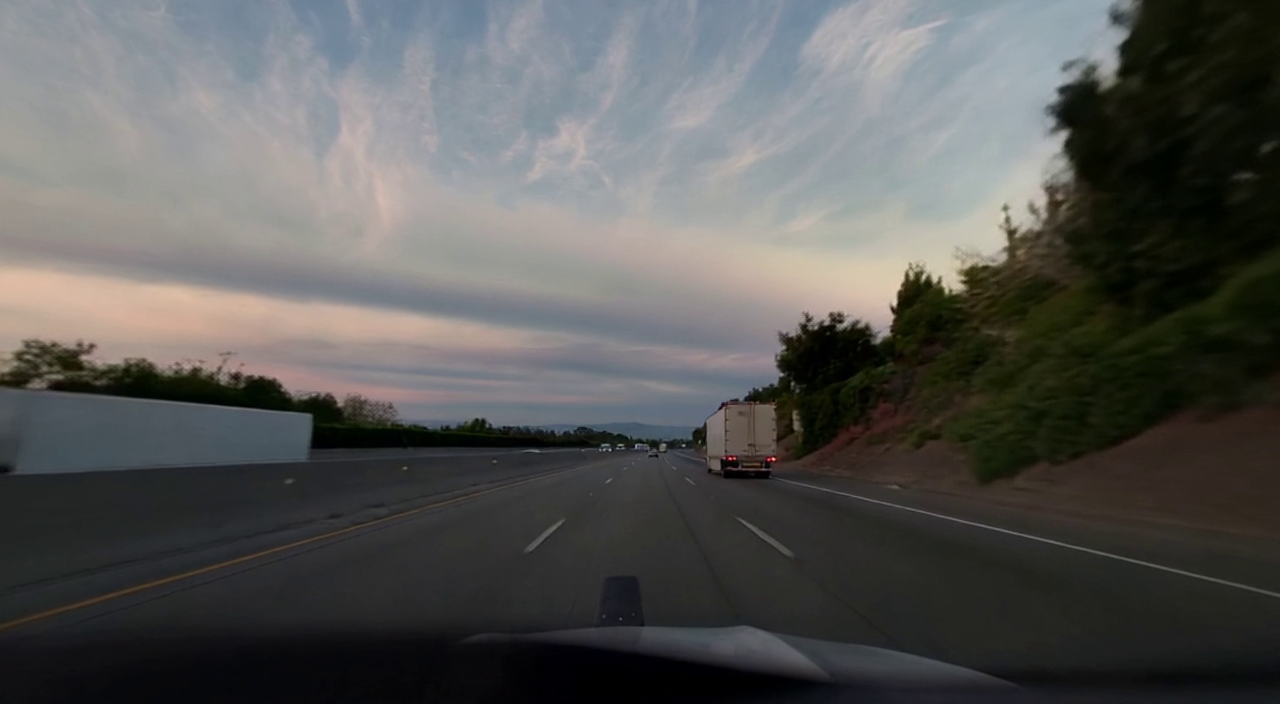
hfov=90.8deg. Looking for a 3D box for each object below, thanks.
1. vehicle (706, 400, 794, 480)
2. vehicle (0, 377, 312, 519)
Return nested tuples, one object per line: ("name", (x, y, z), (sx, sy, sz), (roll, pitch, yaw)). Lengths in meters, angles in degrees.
("vehicle", (4.999, 4.304, 30.324), (2.771, 3.313, 8.121), (0, -9, 0))
("vehicle", (-18.985, 3.796, 24.511), (2.892, 3.841, 18.063), (0, -9, 0))
